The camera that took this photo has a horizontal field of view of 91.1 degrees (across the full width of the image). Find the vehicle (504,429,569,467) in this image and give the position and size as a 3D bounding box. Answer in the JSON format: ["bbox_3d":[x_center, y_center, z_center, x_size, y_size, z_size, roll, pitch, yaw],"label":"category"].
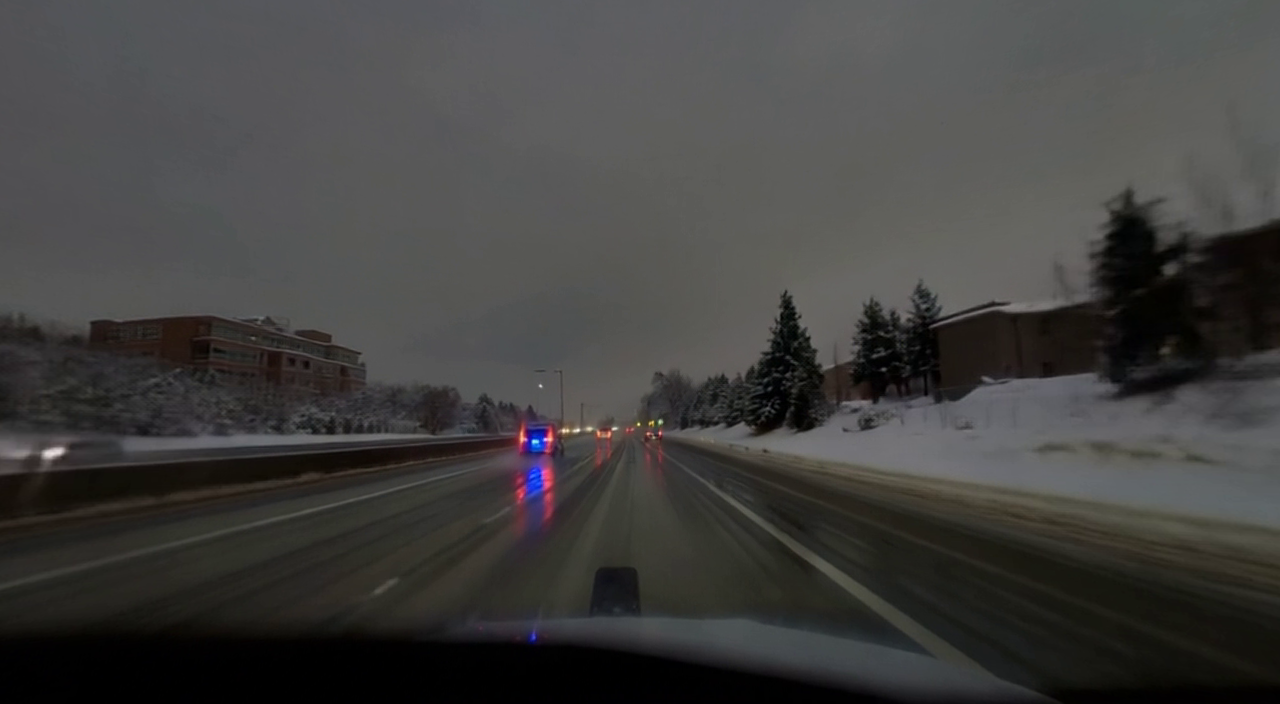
[{"bbox_3d":[-4.268,4.045,26.753,1.996,1.490,4.571,0,-8,0],"label":"vehicle"}]

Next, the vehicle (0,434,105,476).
[{"bbox_3d":[-27.360,4.631,28.596,1.889,1.727,4.692,0,-8,0],"label":"vehicle"}]
